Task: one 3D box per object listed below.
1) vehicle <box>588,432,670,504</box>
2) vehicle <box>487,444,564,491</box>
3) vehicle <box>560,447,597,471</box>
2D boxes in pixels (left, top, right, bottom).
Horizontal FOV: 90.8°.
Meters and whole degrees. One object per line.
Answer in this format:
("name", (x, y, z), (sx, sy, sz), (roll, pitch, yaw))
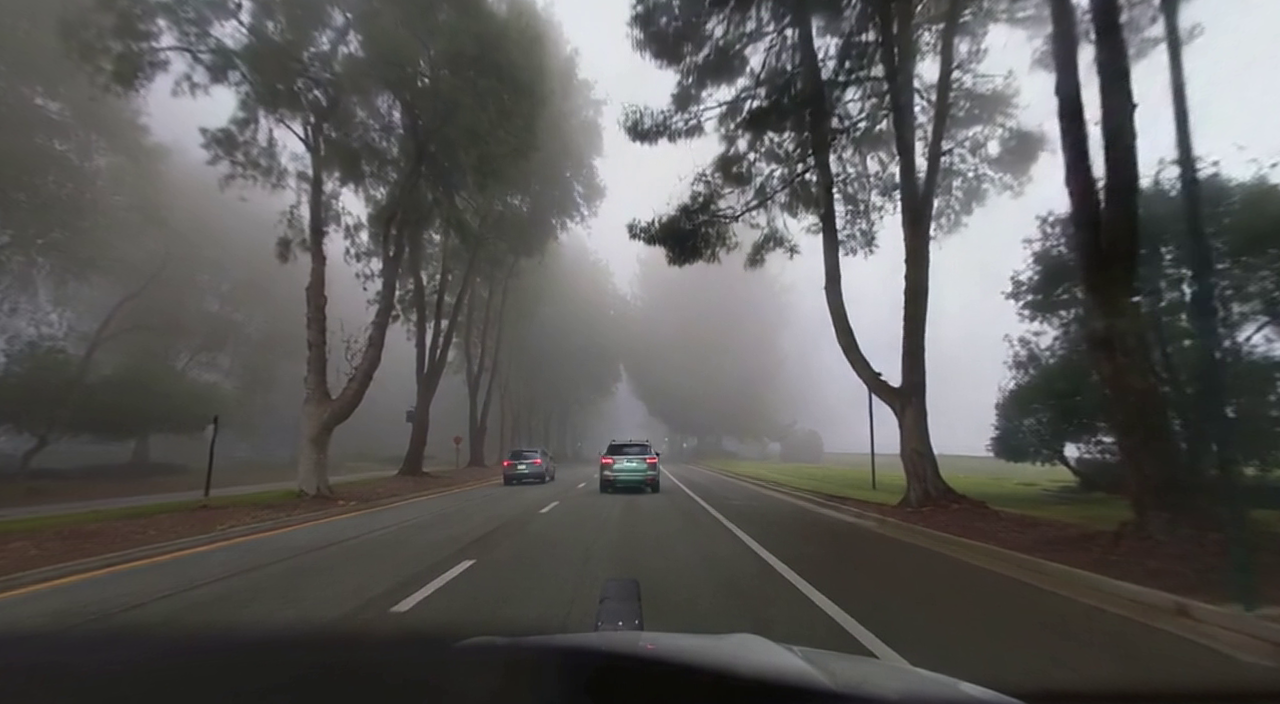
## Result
("vehicle", (-0.276, 3.172, 17.747), (2.018, 1.769, 3.897), (0, -8, 0))
("vehicle", (-4.041, 4.109, 22.911), (1.936, 1.538, 4.016), (0, -8, 1))
("vehicle", (-4.118, 7.225, 42.837), (1.959, 1.485, 4.452), (0, -8, 1))
